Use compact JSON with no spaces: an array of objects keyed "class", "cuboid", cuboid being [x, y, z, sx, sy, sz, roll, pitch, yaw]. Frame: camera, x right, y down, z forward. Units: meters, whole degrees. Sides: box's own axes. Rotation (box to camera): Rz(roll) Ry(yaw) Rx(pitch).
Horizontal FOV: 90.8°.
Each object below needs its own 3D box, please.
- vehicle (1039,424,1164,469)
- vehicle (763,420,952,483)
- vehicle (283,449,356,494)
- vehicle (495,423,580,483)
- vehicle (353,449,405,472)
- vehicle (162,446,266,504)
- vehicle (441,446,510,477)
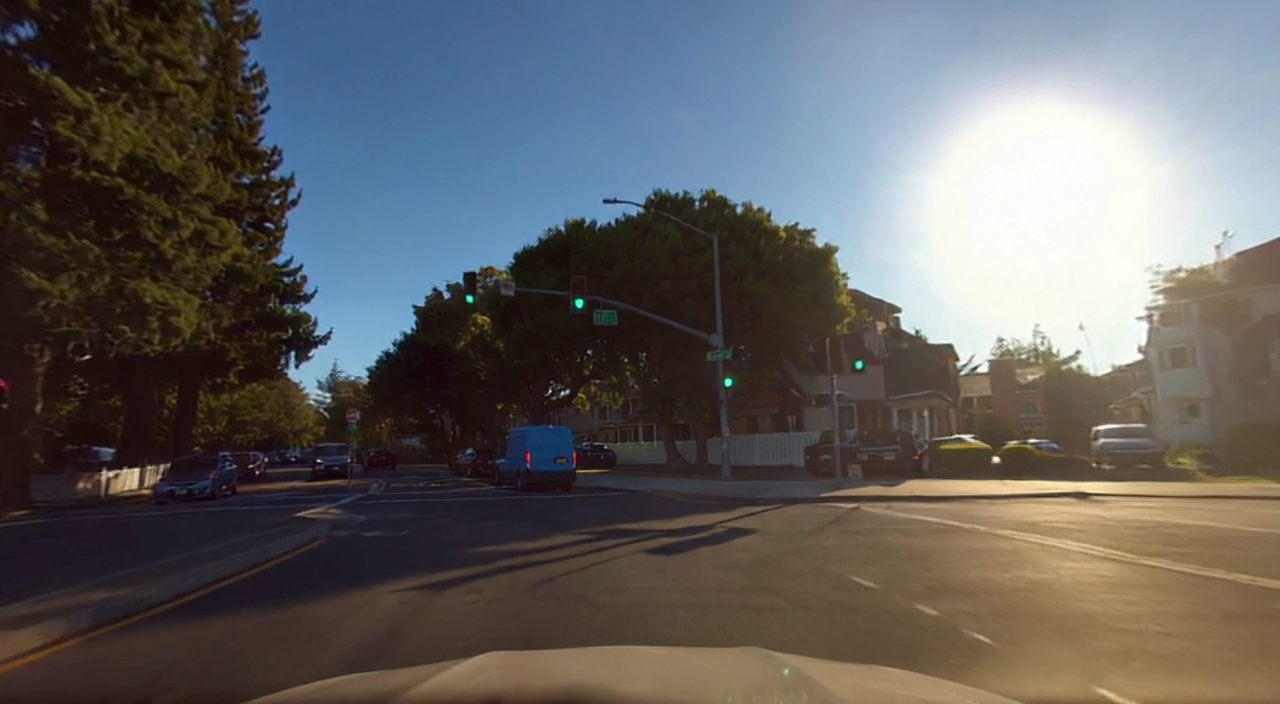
[{"class":"vehicle","cuboid":[20.589,4.166,28.246,4.268,1.765,1.989,-6,-7,40]},{"class":"vehicle","cuboid":[7.928,3.684,23.588,6.104,2.026,2.514,-8,-12,42]},{"class":"vehicle","cuboid":[-11.516,4.256,22.967,1.952,1.461,4.377,3,-9,-22]},{"class":"vehicle","cuboid":[-4.184,4.007,25.183,2.213,2.124,4.809,4,-9,-23]},{"class":"vehicle","cuboid":[-18.301,7.540,44.270,1.911,1.493,4.291,8,-12,-42]},{"class":"vehicle","cuboid":[-14.773,4.221,22.220,2.078,1.783,4.670,4,-9,-23]},{"class":"vehicle","cuboid":[-8.396,5.492,31.988,2.008,1.445,4.386,6,-10,-33]}]
